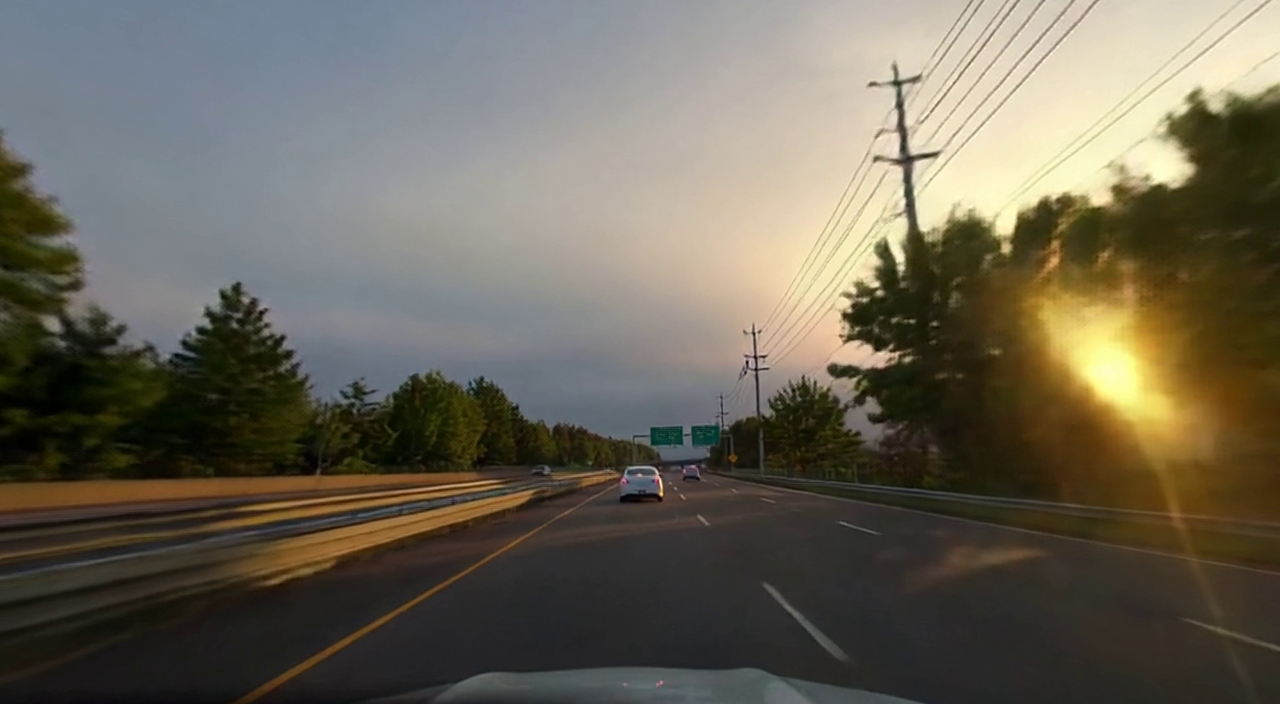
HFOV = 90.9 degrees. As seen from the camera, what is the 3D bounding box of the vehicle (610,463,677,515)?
[{"bbox_3d":[0.122,4.455,20.772,1.987,1.480,3.786,1,-10,0],"label":"vehicle"}]
